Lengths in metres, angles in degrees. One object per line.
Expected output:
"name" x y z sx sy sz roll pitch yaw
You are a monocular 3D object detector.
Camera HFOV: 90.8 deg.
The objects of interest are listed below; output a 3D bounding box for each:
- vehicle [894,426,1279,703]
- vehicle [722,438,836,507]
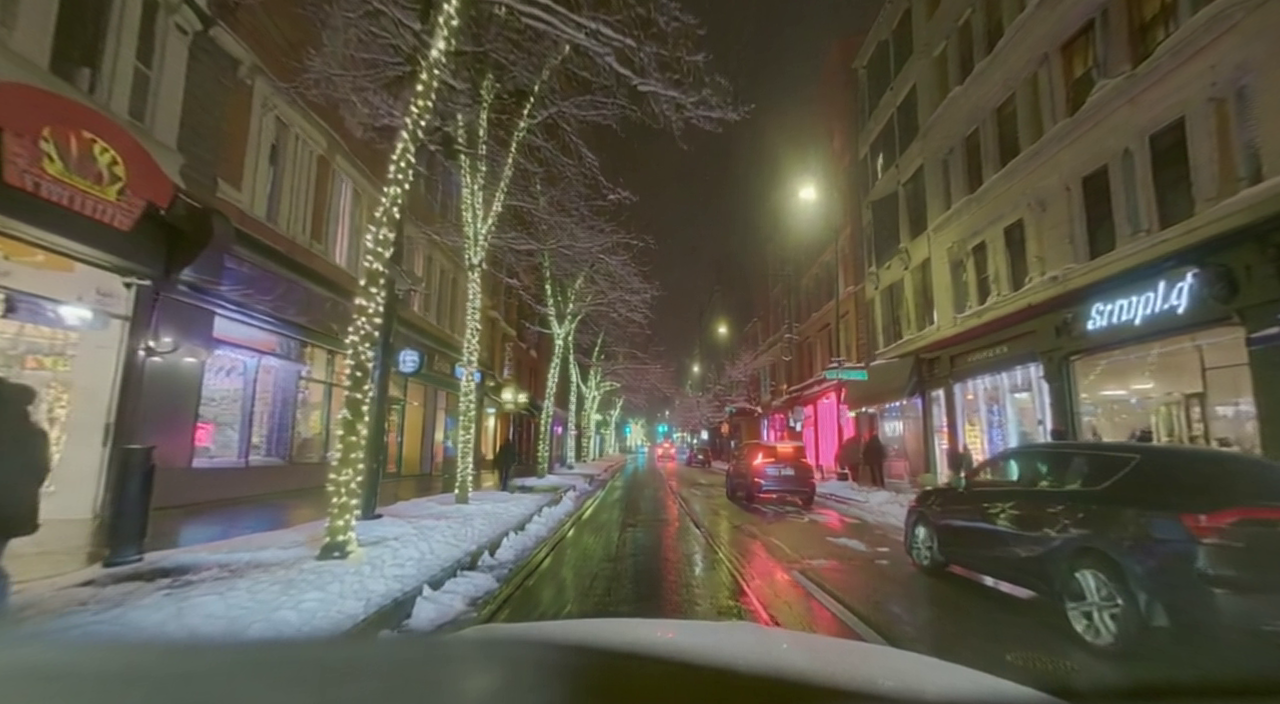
"vehicle" 4.048 1.422 5.237 1.977 1.478 4.458 0 -8 -1
"vehicle" 3.480 3.103 16.750 1.971 1.559 4.326 0 -8 -1
